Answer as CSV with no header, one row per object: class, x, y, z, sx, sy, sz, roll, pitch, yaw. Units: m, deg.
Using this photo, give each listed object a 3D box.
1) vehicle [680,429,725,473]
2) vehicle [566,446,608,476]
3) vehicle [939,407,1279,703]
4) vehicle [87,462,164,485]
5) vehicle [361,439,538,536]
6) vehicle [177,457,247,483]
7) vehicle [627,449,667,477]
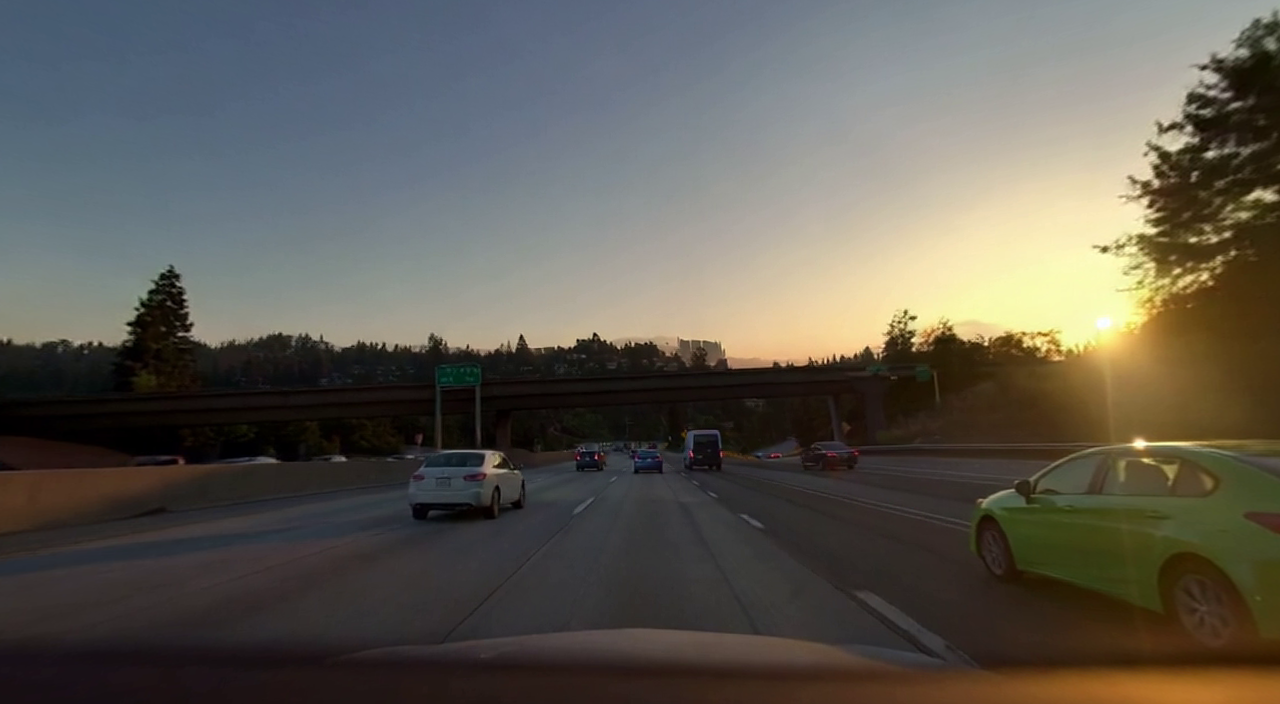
vehicle,4.237,6.851,43.836,2.436,2.745,6.607,0,-8,0
vehicle,-3.198,6.654,38.853,2.078,1.706,4.298,-1,-8,2
vehicle,4.157,1.224,4.221,2.085,1.558,4.466,0,-8,0
vehicle,-36.582,8.622,44.965,1.681,1.437,4.488,0,-8,1
vehicle,-3.451,2.522,12.362,2.137,1.562,3.926,-1,-8,2
vehicle,-26.422,7.289,39.059,1.654,1.420,3.804,0,-9,0
vehicle,0.407,6.394,36.494,2.174,1.467,4.005,0,-8,0
